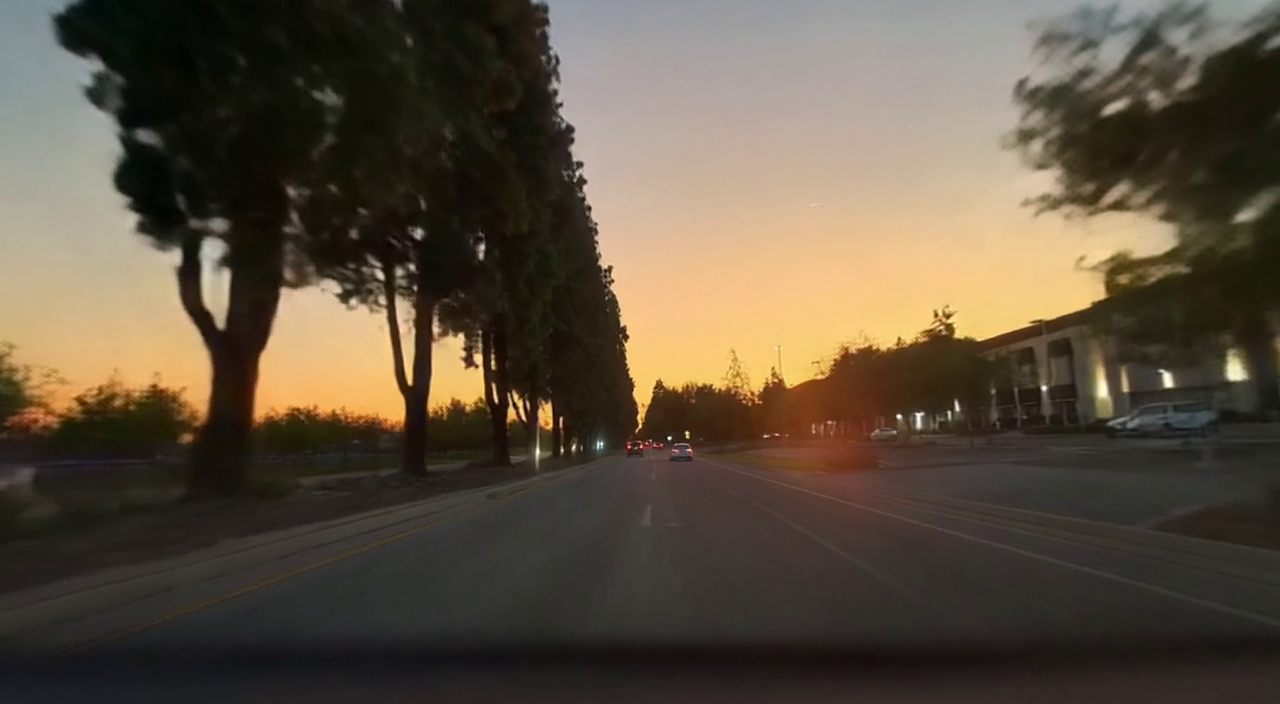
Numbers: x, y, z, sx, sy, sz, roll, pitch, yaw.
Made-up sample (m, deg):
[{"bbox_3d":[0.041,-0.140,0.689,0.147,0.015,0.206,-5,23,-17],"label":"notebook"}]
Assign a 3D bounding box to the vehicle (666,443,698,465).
[{"bbox_3d":[2.917,7.161,44.610,1.925,1.488,4.271,0,-8,0],"label":"vehicle"}]
